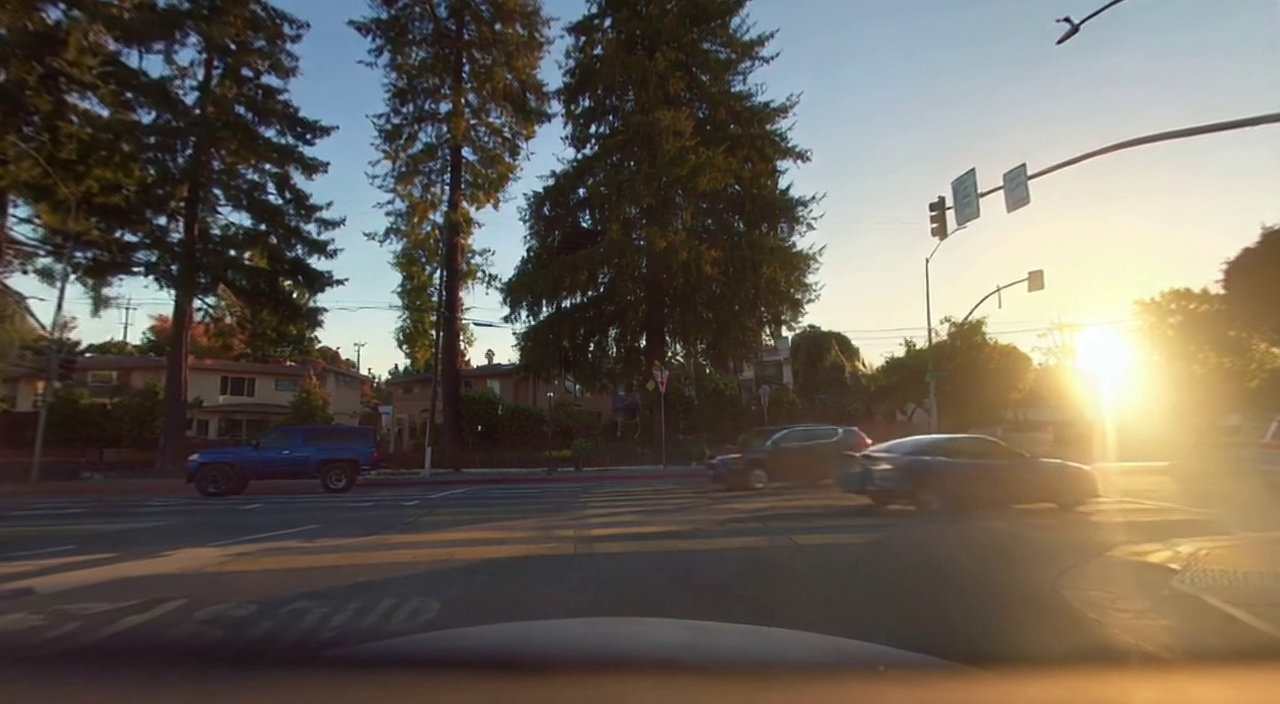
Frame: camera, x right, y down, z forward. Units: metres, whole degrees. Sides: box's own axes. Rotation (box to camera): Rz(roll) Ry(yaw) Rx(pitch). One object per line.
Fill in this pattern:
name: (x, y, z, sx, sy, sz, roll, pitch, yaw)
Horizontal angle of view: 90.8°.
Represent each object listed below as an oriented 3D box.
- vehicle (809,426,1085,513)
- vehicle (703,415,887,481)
vehicle: (5.726, 2.155, 11.945, 4.517, 1.419, 1.836, 2, -9, -16)
vehicle: (4.546, 2.837, 18.791, 4.882, 1.783, 2.093, 2, -9, -16)
